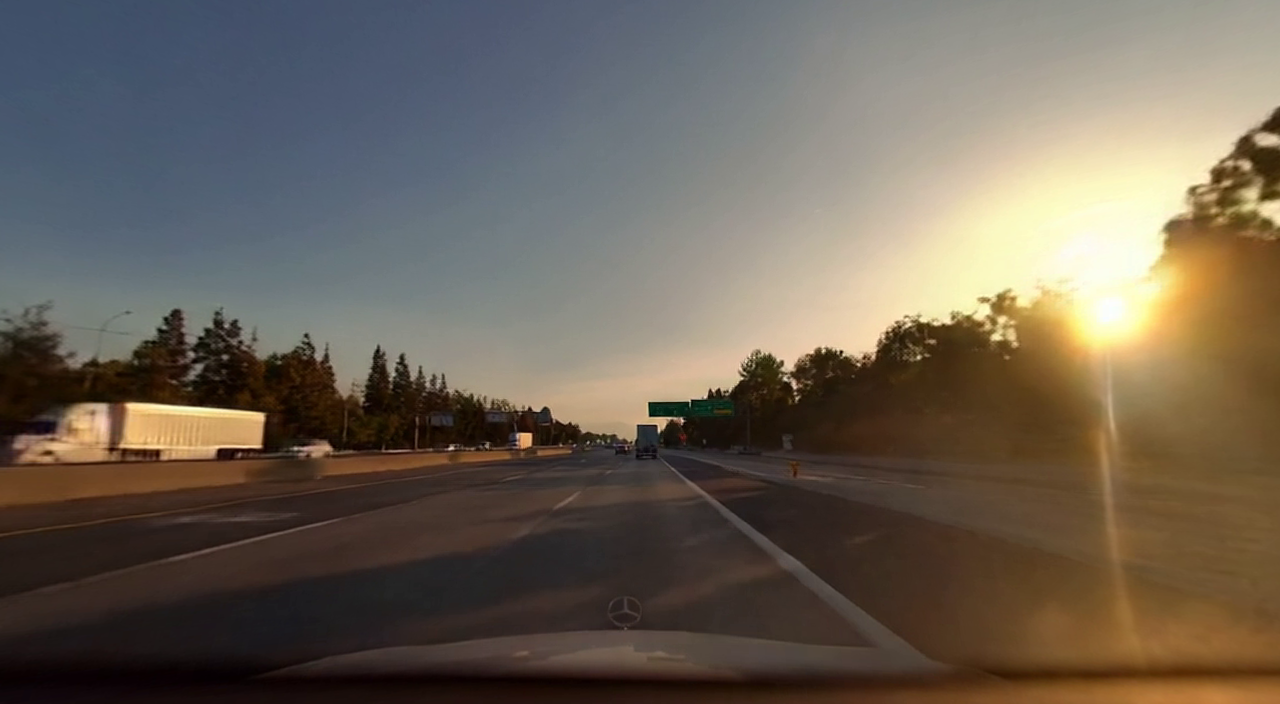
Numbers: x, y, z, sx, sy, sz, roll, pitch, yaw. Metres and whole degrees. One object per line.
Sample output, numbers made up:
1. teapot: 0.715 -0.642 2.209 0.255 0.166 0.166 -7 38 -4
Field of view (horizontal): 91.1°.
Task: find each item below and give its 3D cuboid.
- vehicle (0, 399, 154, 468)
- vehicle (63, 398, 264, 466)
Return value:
1. vehicle: -35.521 5.256 40.068 2.999 4.001 7.123 0 -8 1
2. vehicle: -35.417 6.312 48.341 2.887 4.356 15.809 0 -8 1
